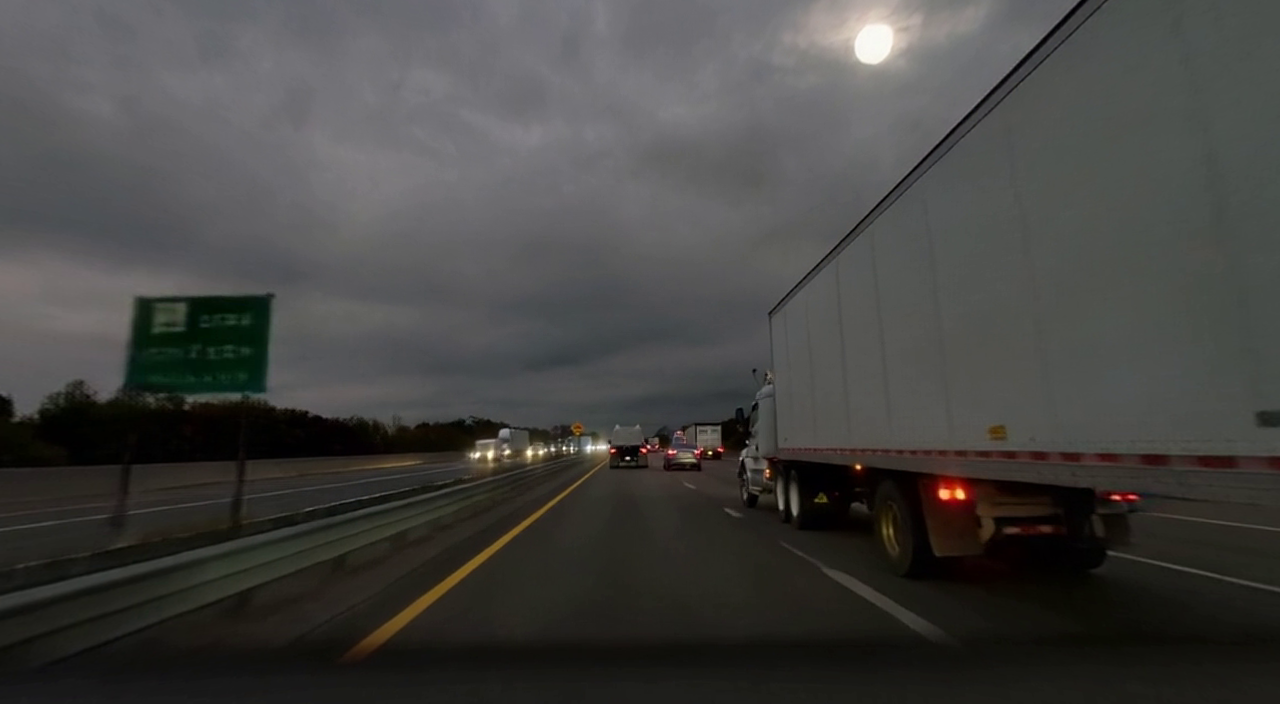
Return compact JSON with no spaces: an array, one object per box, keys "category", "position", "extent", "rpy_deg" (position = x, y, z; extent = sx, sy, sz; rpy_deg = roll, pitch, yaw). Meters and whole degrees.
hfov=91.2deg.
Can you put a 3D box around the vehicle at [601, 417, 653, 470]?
[{"category":"vehicle","position":[-0.644,5.294,36.055],"extent":[2.506,2.743,6.093],"rpy_deg":[-1,-9,3]}]

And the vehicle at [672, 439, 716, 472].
[{"category":"vehicle","position":[2.799,5.502,33.464],"extent":[2.127,1.642,3.899],"rpy_deg":[-1,-9,2]}]

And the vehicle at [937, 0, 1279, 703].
[{"category":"vehicle","position":[3.898,-0.423,0.691],"extent":[2.816,4.086,8.486],"rpy_deg":[0,-9,0]}]
